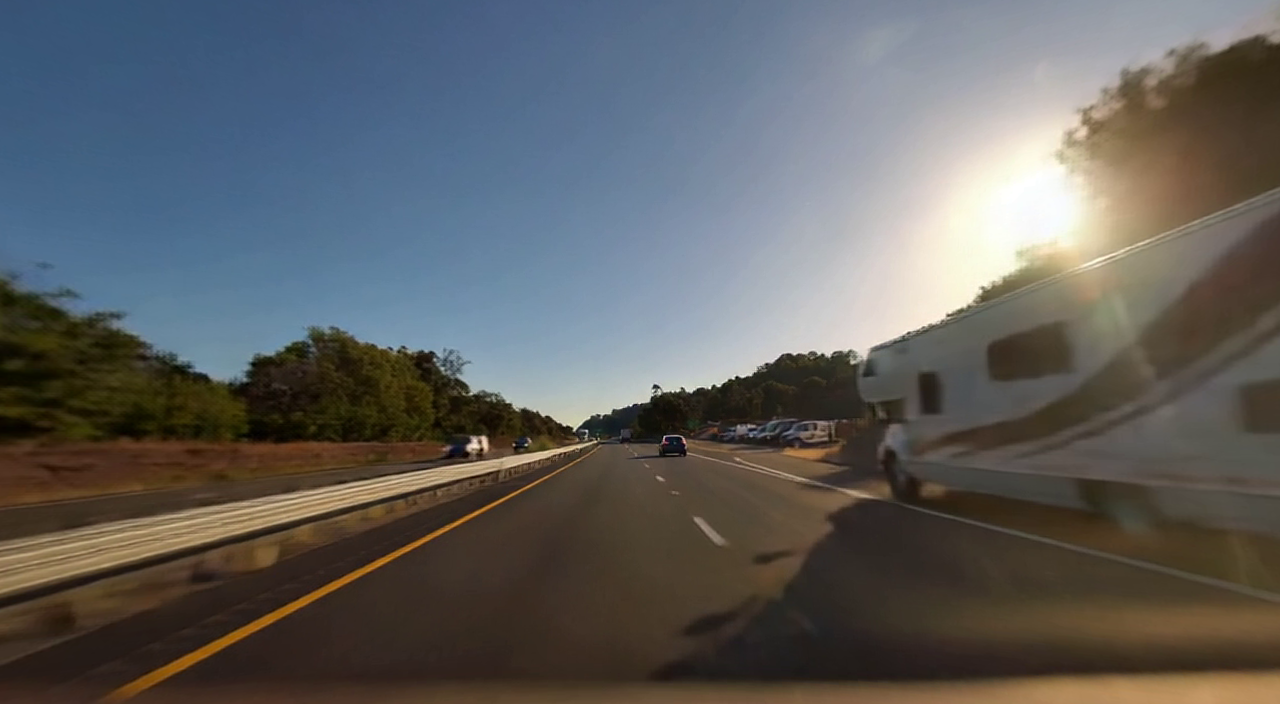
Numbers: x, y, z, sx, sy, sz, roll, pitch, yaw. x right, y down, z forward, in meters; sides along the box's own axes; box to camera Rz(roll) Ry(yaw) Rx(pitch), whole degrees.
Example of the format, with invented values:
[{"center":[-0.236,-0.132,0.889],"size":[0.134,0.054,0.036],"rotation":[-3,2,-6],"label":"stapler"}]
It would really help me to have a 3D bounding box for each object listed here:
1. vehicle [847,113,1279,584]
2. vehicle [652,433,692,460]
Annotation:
[{"center":[7.126,0.556,9.910],"size":[2.937,4.119,14.096],"rotation":[0,-8,0],"label":"vehicle"},{"center":[1.818,5.575,37.266],"size":[2.037,1.504,4.248],"rotation":[0,-8,-2],"label":"vehicle"}]
